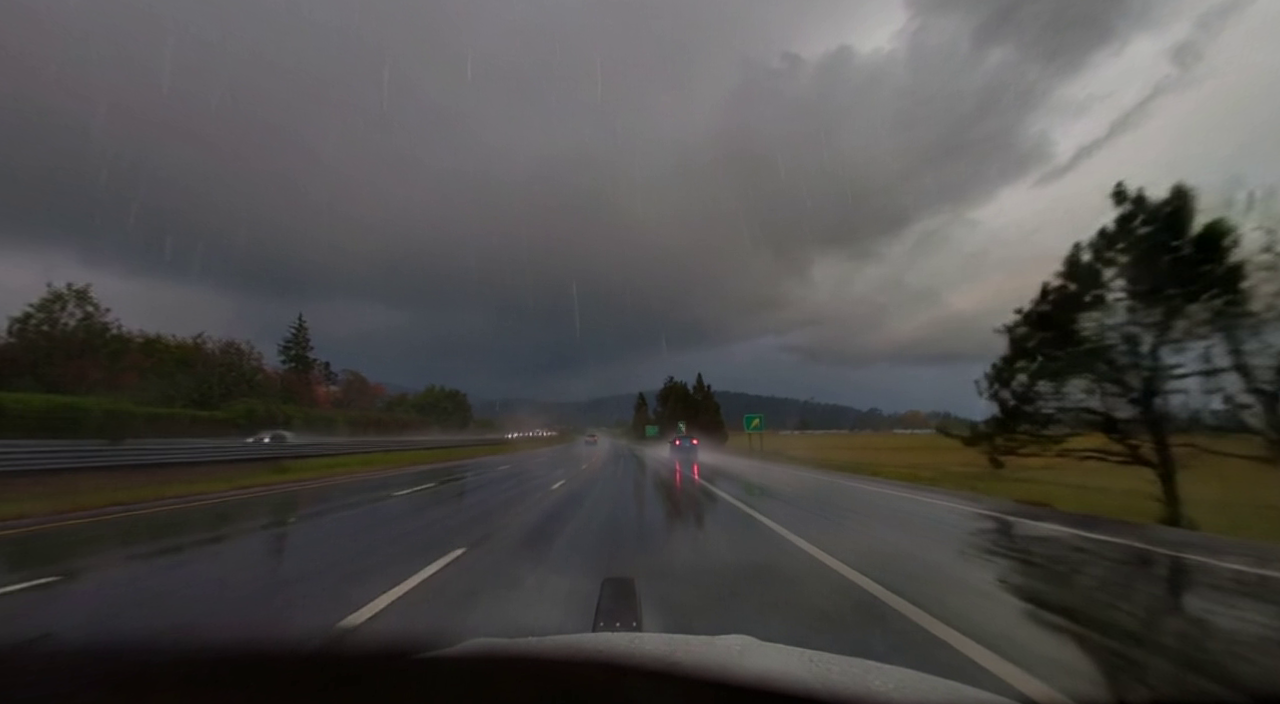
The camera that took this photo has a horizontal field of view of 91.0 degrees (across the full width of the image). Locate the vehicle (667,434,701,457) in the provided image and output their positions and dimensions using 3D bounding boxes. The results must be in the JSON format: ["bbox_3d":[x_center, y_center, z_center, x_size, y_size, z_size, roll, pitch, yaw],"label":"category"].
[{"bbox_3d":[3.286,7.030,47.636,2.084,1.614,4.762,0,-8,-2],"label":"vehicle"}]
